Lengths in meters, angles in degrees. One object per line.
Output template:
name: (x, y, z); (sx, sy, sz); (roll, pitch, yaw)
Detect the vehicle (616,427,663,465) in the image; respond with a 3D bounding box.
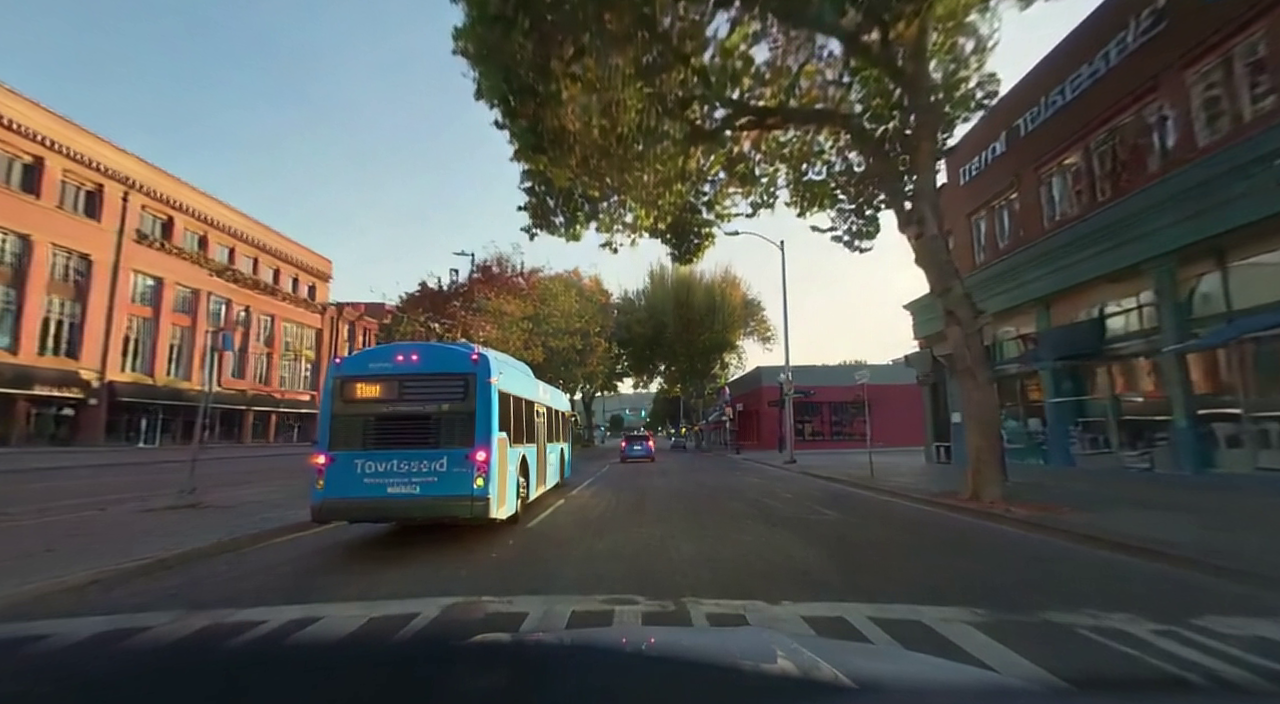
vehicle: (-0.014, 4.602, 30.944); (2.120, 1.727, 3.917); (0, -8, 0)

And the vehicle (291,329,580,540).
vehicle: (-3.194, 1.699, 12.961); (2.920, 2.884, 8.588); (0, -8, 1)
